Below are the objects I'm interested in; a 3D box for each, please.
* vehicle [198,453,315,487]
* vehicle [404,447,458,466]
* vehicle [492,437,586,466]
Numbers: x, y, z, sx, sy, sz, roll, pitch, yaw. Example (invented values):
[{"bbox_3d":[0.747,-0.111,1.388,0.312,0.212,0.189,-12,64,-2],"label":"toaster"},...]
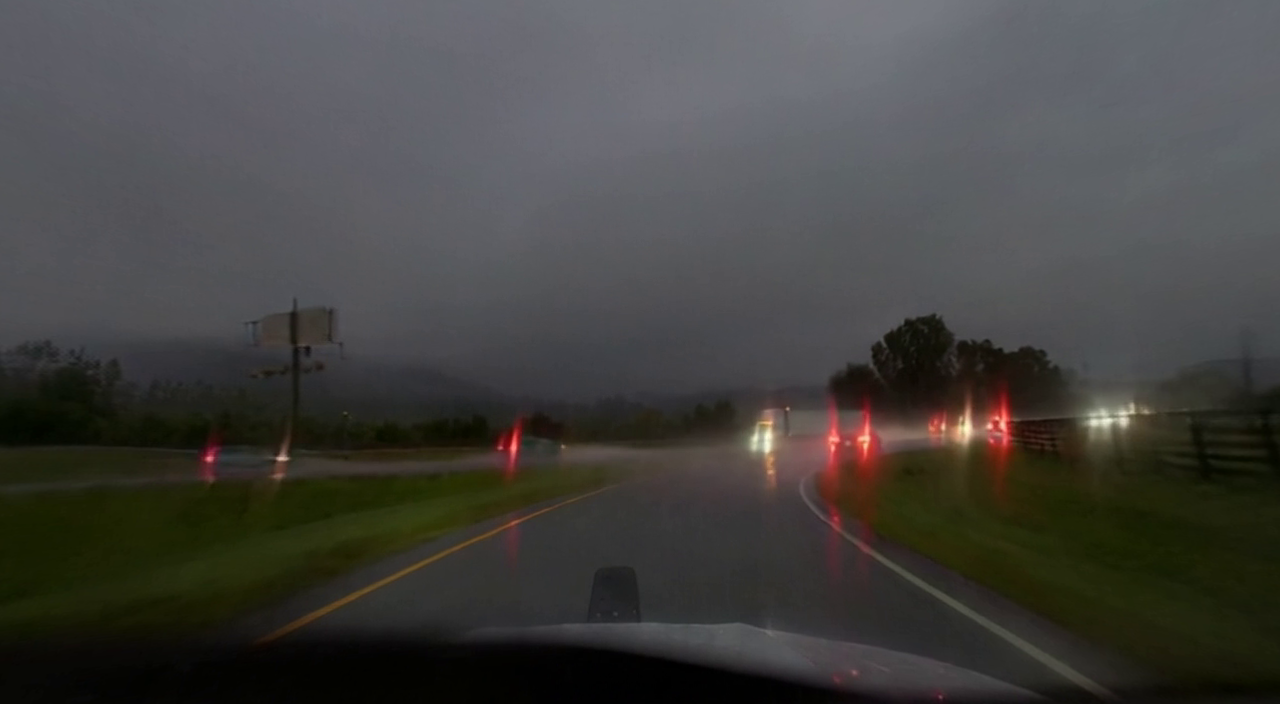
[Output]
[{"bbox_3d":[-19.181,5.845,31.545,4.819,1.496,1.923,5,-10,-34],"label":"vehicle"},{"bbox_3d":[-16.329,8.128,49.150,3.568,1.400,1.711,5,-10,-36],"label":"vehicle"},{"bbox_3d":[-5.771,5.685,36.219,4.843,1.579,2.135,5,-10,-34],"label":"vehicle"}]
